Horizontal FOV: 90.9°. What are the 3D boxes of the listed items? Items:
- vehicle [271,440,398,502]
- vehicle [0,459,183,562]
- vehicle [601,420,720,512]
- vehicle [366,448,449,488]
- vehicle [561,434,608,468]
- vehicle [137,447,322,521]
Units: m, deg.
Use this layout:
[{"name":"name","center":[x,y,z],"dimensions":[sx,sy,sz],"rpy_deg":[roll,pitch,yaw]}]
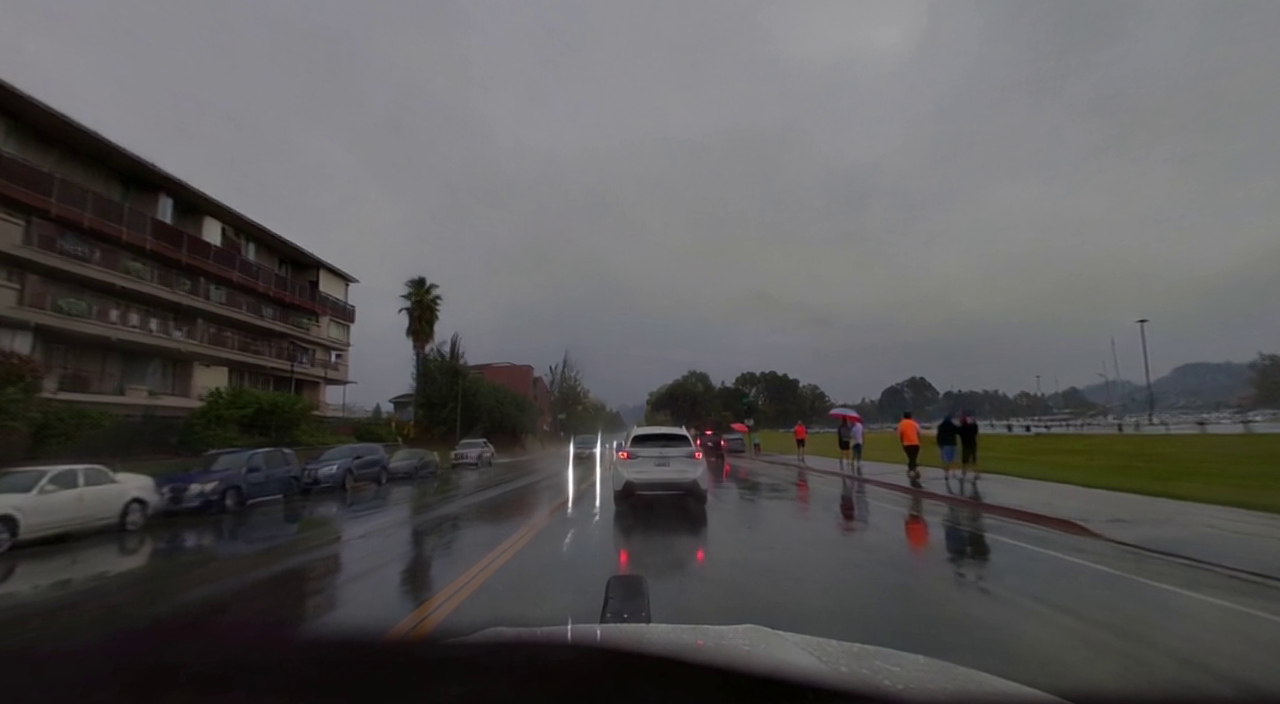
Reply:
[{"name":"vehicle","center":[-10.261,3.979,21.672],"dimensions":[1.940,1.816,4.721],"rpy_deg":[-1,-7,1]},{"name":"vehicle","center":[-10.607,2.644,10.933],"dimensions":[1.839,1.474,4.694],"rpy_deg":[0,-9,0]},{"name":"vehicle","center":[0.348,2.323,13.219],"dimensions":[2.132,1.632,3.838],"rpy_deg":[0,-9,0]},{"name":"vehicle","center":[-10.098,5.027,27.821],"dimensions":[1.860,1.487,4.658],"rpy_deg":[-1,-8,0]},{"name":"vehicle","center":[-2.942,5.402,34.516],"dimensions":[2.086,1.702,4.451],"rpy_deg":[0,-9,1]},{"name":"vehicle","center":[-10.394,3.310,16.463],"dimensions":[1.869,1.647,4.281],"rpy_deg":[0,-9,1]}]
